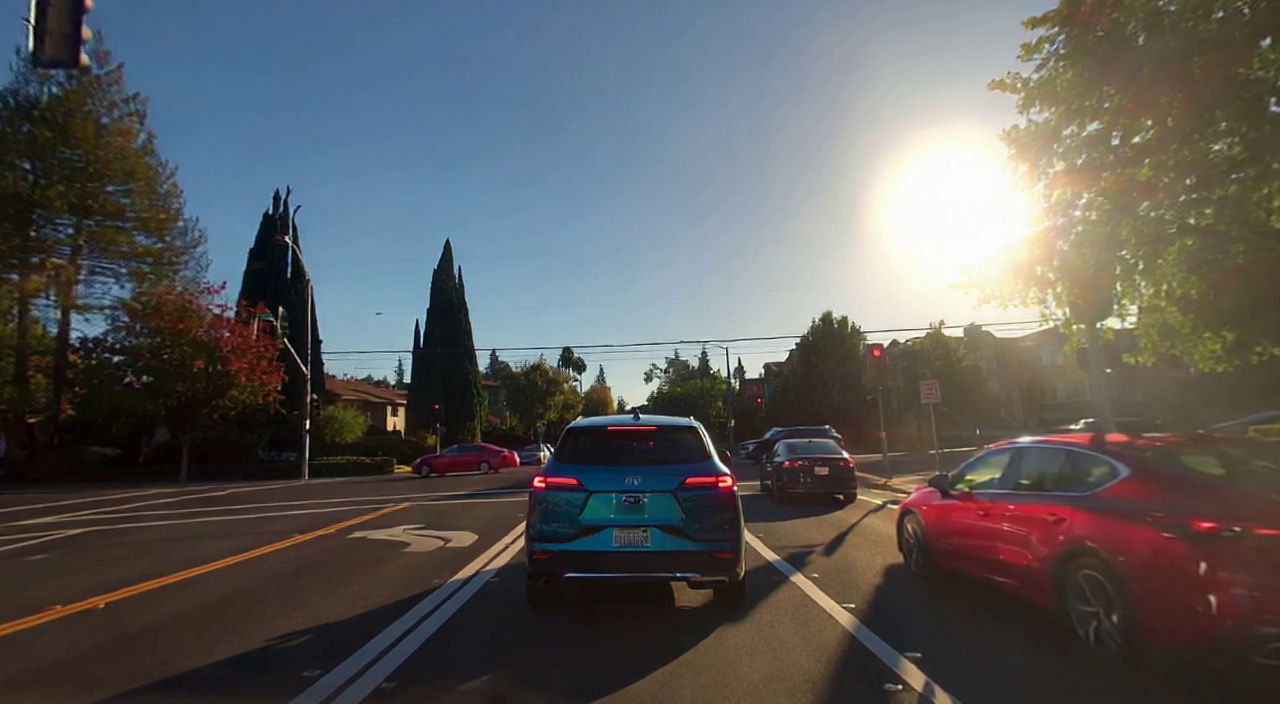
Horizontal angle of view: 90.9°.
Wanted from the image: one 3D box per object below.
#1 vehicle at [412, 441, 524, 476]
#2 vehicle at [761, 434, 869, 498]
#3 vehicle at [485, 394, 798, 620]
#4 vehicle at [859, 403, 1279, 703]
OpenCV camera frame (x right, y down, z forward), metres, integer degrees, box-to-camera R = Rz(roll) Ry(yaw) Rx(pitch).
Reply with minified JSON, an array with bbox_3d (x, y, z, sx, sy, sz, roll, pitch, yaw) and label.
[{"bbox_3d":[-7.922,4.851,29.068,4.723,1.486,1.800,4,-9,-25],"label":"vehicle"},{"bbox_3d":[4.579,3.045,17.201,1.934,1.506,4.282,-1,-8,3],"label":"vehicle"},{"bbox_3d":[0.045,1.472,6.945,2.322,1.667,4.367,0,-8,1],"label":"vehicle"},{"bbox_3d":[3.710,1.353,5.362,2.077,1.527,4.755,0,-8,2],"label":"vehicle"}]
